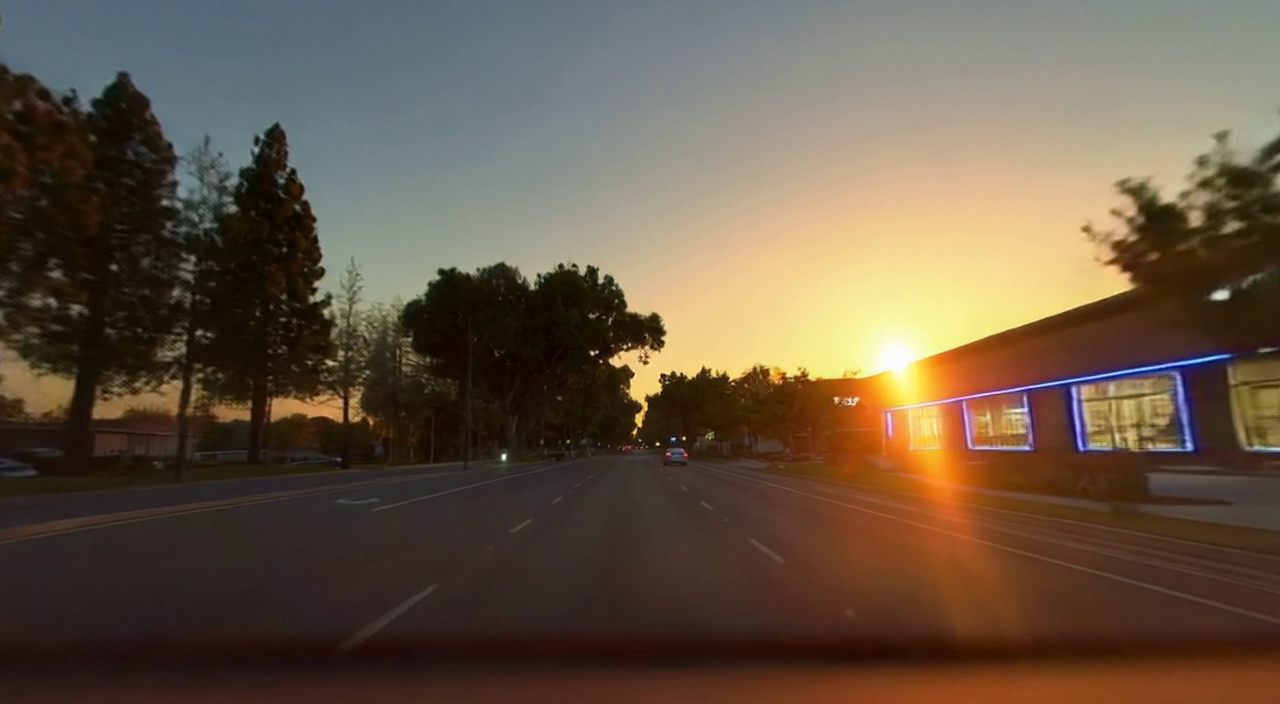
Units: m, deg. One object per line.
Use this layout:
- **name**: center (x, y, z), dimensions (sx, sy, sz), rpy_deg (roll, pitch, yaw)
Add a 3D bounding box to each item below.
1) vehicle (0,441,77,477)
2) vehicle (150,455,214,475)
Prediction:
- **vehicle**: center (-33.134, 5.800, 33.998), dimensions (3.825, 1.489, 1.778), rpy_deg (-6, -7, -2)
- **vehicle**: center (-32.824, 8.110, 45.113), dimensions (3.282, 1.336, 1.542), rpy_deg (0, -9, -5)
